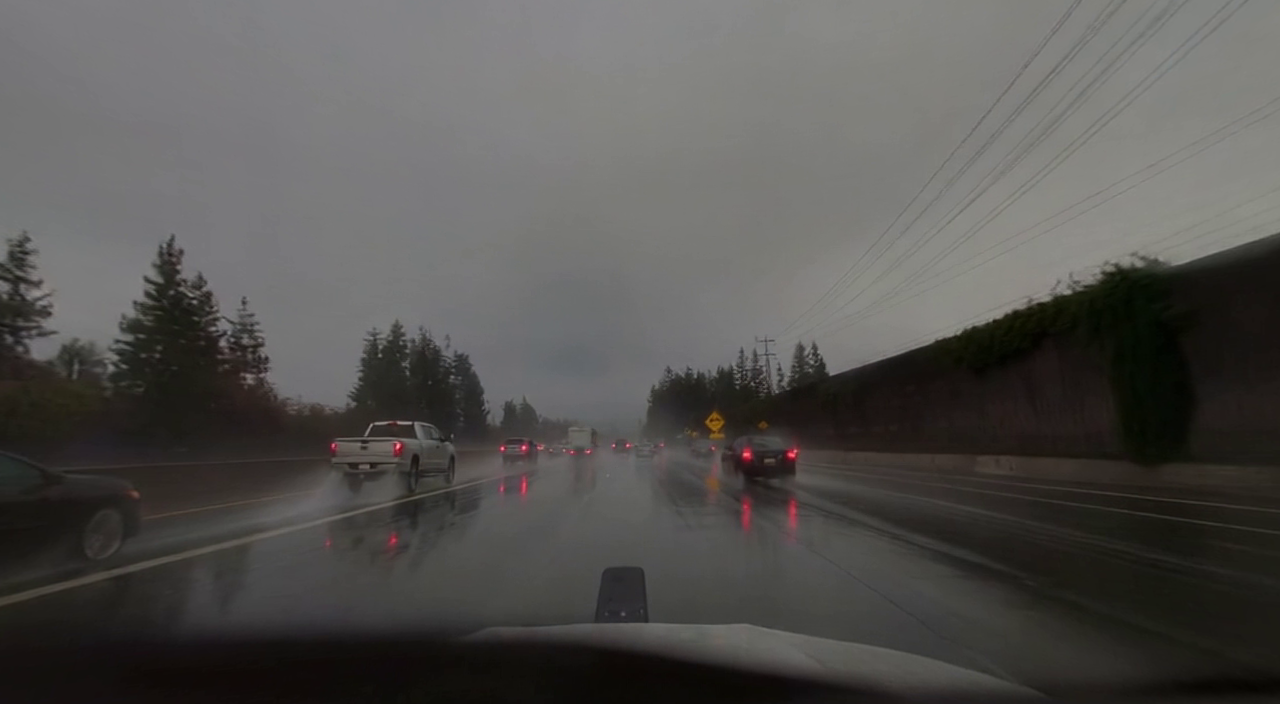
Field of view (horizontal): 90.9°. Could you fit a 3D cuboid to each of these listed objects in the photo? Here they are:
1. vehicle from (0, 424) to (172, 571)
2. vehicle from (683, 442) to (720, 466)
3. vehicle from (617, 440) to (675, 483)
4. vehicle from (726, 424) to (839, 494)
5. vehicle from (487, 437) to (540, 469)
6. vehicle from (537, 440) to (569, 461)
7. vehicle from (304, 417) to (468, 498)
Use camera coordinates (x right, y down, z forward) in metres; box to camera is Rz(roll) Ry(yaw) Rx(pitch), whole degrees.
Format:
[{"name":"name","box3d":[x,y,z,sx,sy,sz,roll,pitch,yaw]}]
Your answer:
[{"name":"vehicle","box3d":[-7.498,1.502,6.525,1.911,1.479,4.312,0,-9,1]},{"name":"vehicle","box3d":[3.847,6.445,39.983,1.895,1.429,3.908,0,-9,-1]},{"name":"vehicle","box3d":[0.203,4.014,23.476,1.966,1.444,3.986,0,-9,0]},{"name":"vehicle","box3d":[4.028,3.125,18.727,2.195,1.778,4.455,0,-9,-1]},{"name":"vehicle","box3d":[-6.965,5.613,35.138,1.978,1.680,4.263,0,-9,1]},{"name":"vehicle","box3d":[-6.853,7.799,49.890,1.907,1.586,3.870,0,-9,1]},{"name":"vehicle","box3d":[-6.975,2.998,18.258,2.269,1.936,5.777,0,-9,1]}]
